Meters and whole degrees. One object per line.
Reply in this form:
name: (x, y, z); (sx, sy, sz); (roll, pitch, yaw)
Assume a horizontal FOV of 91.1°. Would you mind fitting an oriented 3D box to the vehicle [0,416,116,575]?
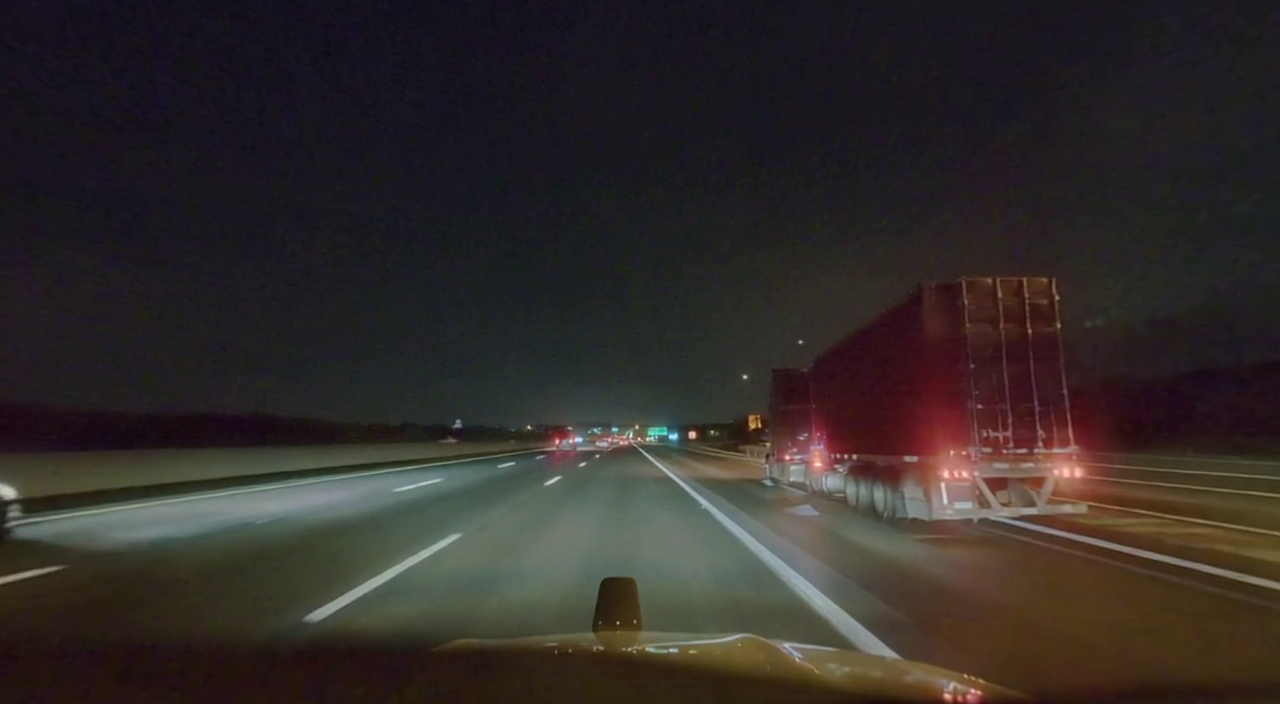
vehicle: (-7.527, 1.357, 5.606); (1.985, 1.614, 4.293); (0, -8, 0)
